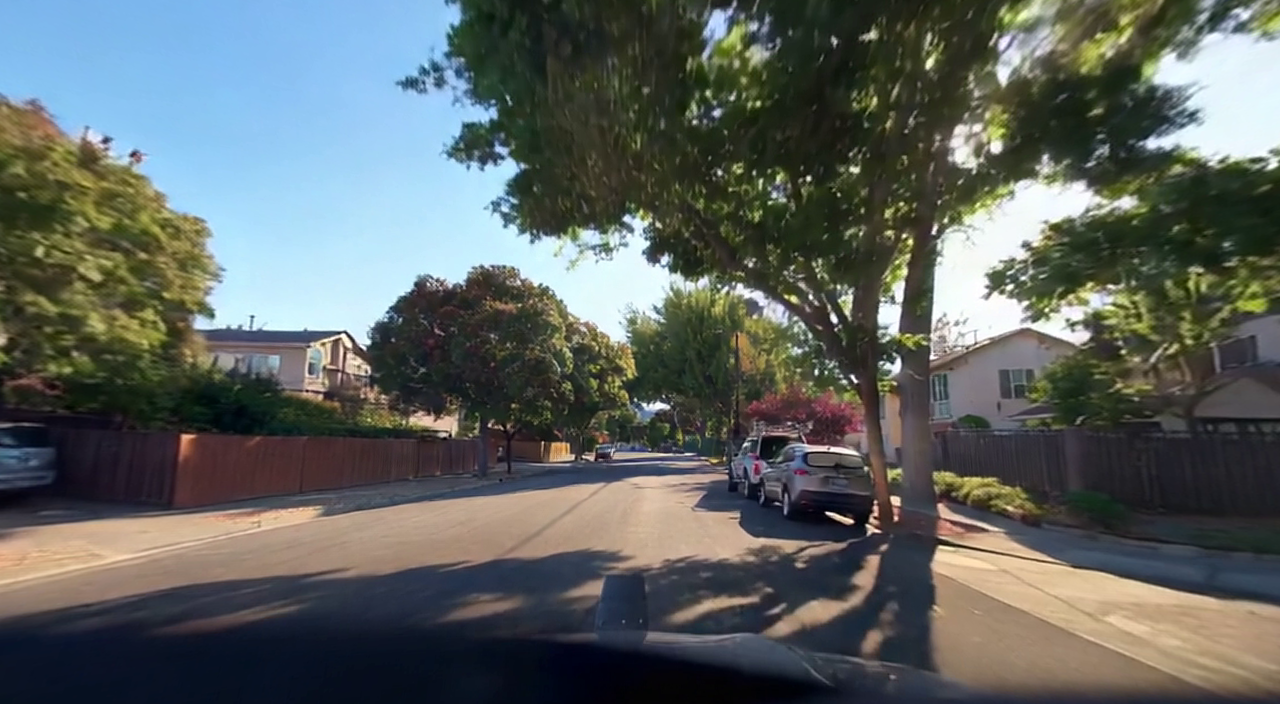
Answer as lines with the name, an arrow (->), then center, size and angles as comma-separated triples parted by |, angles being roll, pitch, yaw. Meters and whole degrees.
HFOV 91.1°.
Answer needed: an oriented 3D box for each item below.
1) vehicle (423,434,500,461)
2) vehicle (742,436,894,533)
vehicle -> -12.814, 6.899, 45.358 | 4.928, 1.844, 2.163 | 0, -9, -1
vehicle -> 3.381, 2.580, 12.880 | 1.976, 1.552, 4.442 | 2, -8, 2
